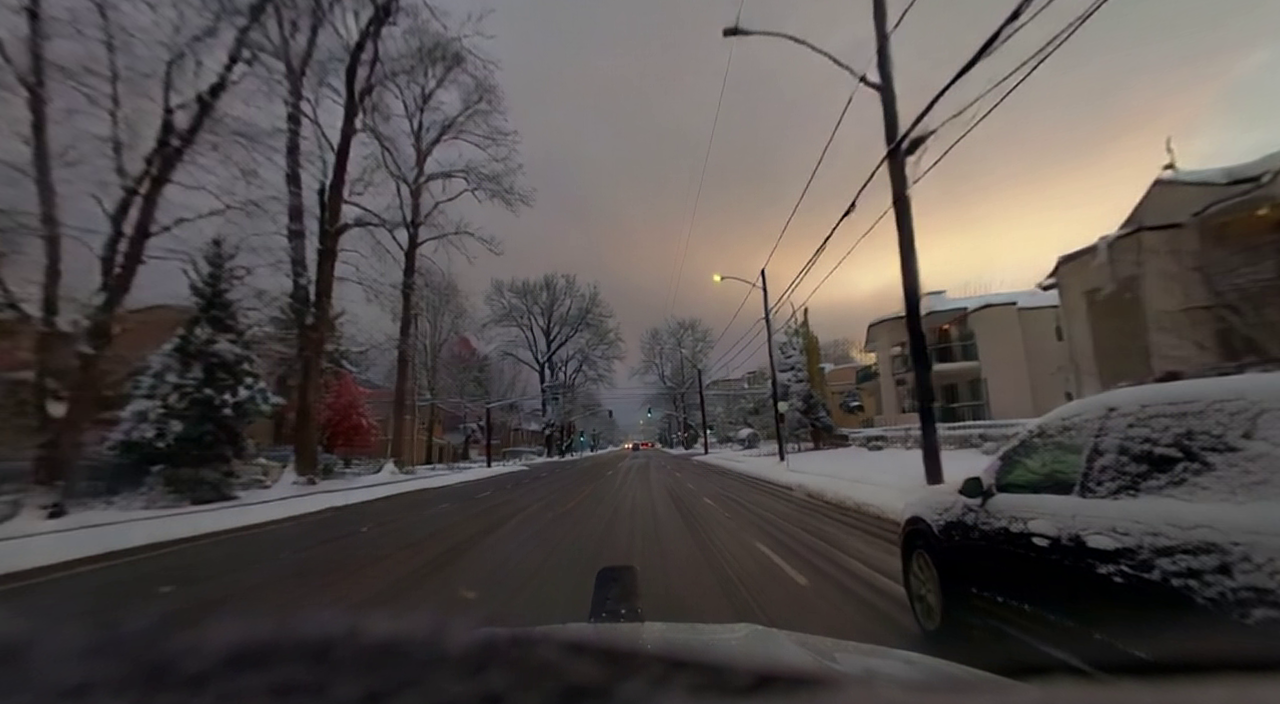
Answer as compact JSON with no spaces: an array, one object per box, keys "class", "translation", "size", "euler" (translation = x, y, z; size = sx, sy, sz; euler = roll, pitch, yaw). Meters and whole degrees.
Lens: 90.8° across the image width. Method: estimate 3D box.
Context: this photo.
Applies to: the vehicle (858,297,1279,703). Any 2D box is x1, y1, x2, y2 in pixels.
[{"class":"vehicle","translation":[2.952,0.877,2.719],"size":[2.224,1.791,4.834],"euler":[0,-9,-1]}]
